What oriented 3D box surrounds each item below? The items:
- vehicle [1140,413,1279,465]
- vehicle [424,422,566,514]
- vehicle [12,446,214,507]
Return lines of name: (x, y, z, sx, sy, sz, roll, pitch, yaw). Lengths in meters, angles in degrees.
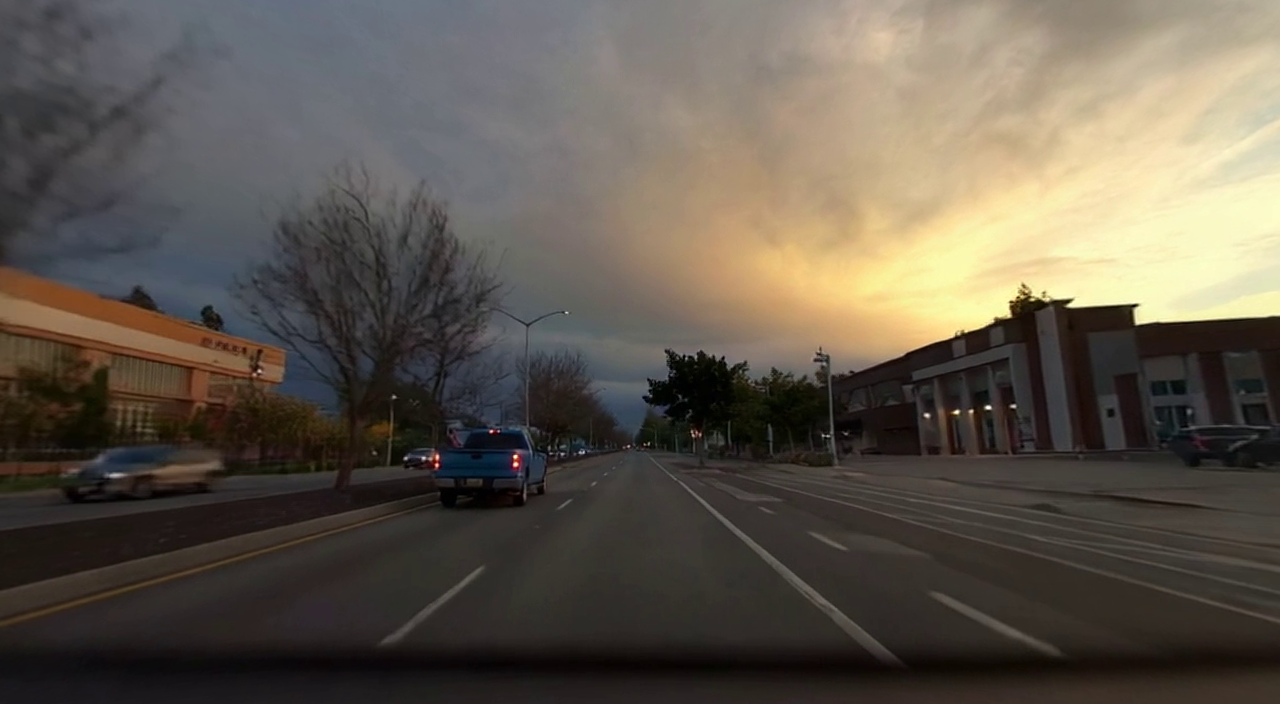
vehicle: (25.866, 3.695, 26.781, 6.906, 2.001, 2.514, -1, -9, -1)
vehicle: (-3.193, 2.700, 15.208, 2.065, 1.790, 5.417, 0, -8, 1)
vehicle: (-14.355, 3.366, 17.566, 1.813, 1.476, 4.406, 0, -9, 0)
